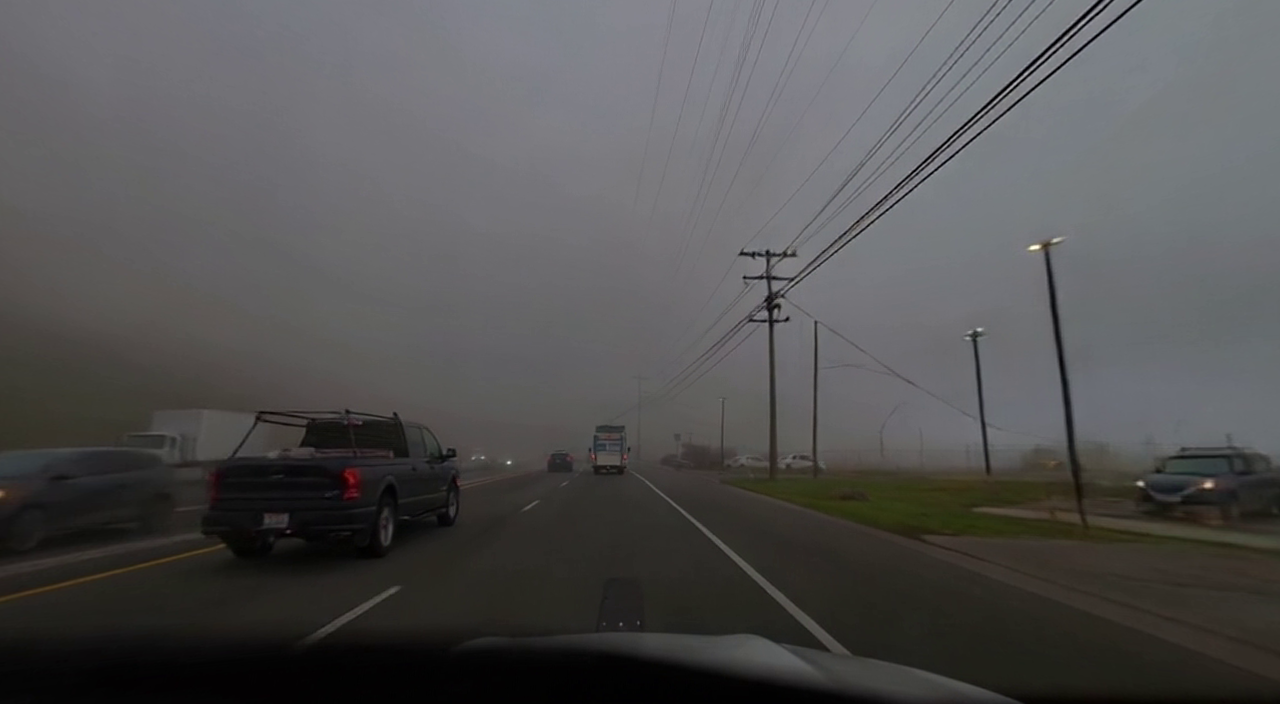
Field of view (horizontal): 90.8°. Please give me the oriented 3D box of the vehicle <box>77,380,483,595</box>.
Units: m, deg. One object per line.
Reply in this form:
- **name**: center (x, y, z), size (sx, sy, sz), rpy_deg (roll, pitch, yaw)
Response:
- **vehicle**: center (-4.080, 1.686, 8.835), size (2.345, 2.012, 5.693), rpy_deg (0, -9, -1)

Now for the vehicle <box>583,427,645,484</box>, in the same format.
- **vehicle**: center (-1.231, 4.562, 28.096), size (2.486, 2.280, 5.291), rpy_deg (1, -9, -4)

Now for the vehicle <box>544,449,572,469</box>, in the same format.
- **vehicle**: center (-6.299, 8.235, 48.758), size (1.972, 1.496, 4.150), rpy_deg (1, -9, -5)

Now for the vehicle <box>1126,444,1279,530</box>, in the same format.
- **vehicle**: center (15.197, 3.459, 16.958), size (5.331, 1.917, 2.166), rpy_deg (7, -11, -40)

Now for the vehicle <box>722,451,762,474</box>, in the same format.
- **vehicle**: center (7.392, 8.147, 46.333), size (1.933, 1.480, 4.249), rpy_deg (2, -12, -4)

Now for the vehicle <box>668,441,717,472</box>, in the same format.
- **vehicle**: center (3.941, 8.023, 48.728), size (2.706, 2.199, 6.527), rpy_deg (1, -9, -5)
